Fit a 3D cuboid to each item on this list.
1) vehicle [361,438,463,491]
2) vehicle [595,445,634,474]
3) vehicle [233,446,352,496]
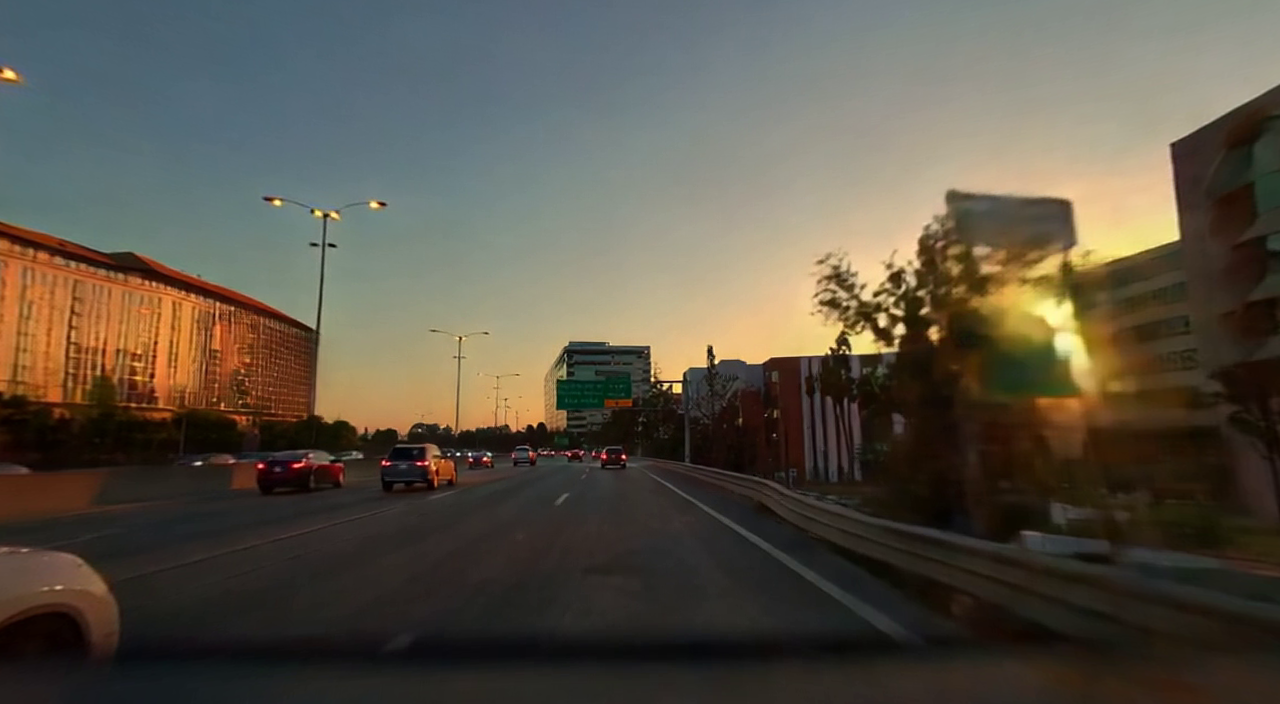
[{"bbox_3d":[-7.942,3.951,22.441,2.065,1.689,4.399,0,-9,-1],"label":"vehicle"},{"bbox_3d":[-1.477,6.173,36.404,2.110,1.501,4.319,0,-9,-3],"label":"vehicle"},{"bbox_3d":[-11.739,4.008,21.624,1.936,1.501,3.900,0,-9,-1],"label":"vehicle"}]
